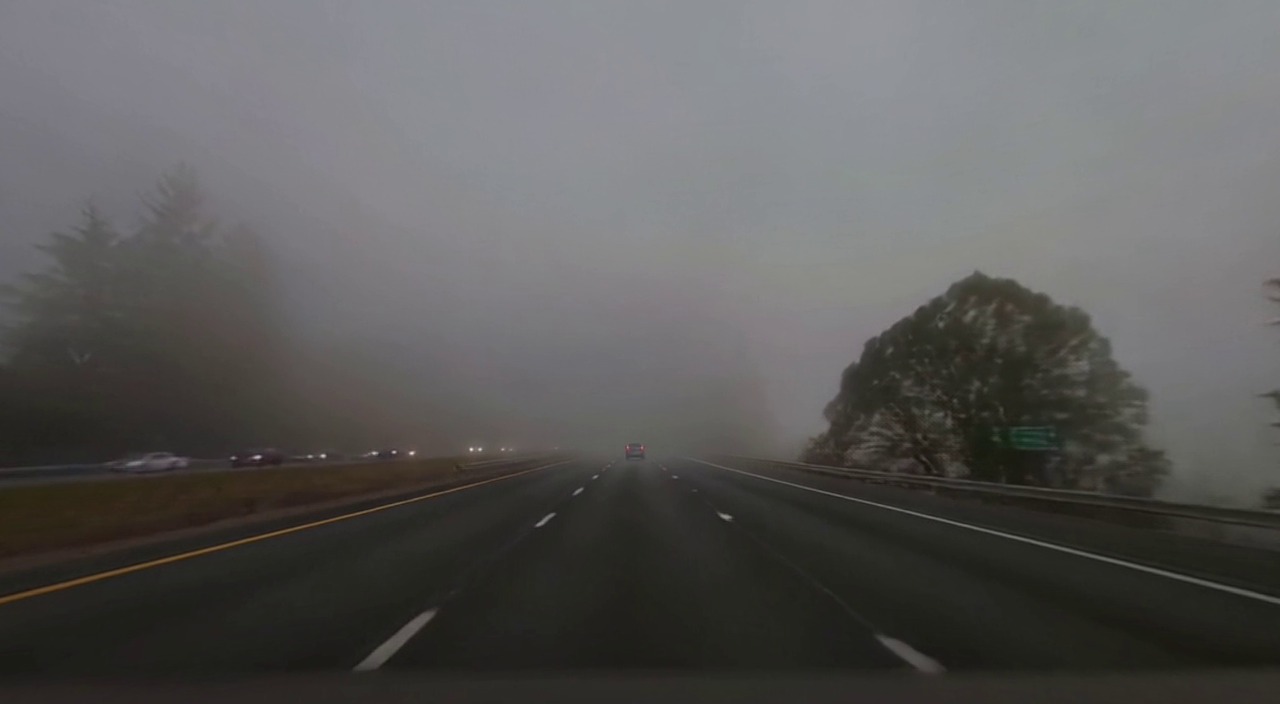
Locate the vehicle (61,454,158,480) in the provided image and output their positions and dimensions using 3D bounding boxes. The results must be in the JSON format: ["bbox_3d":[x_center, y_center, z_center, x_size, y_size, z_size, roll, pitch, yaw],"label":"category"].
[{"bbox_3d":[-32.700,7.079,39.123,1.825,1.464,4.853,0,-9,-1],"label":"vehicle"}]

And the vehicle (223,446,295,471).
[{"bbox_3d":[-28.833,8.069,48.084,2.089,1.787,5.411,0,-9,0],"label":"vehicle"}]
